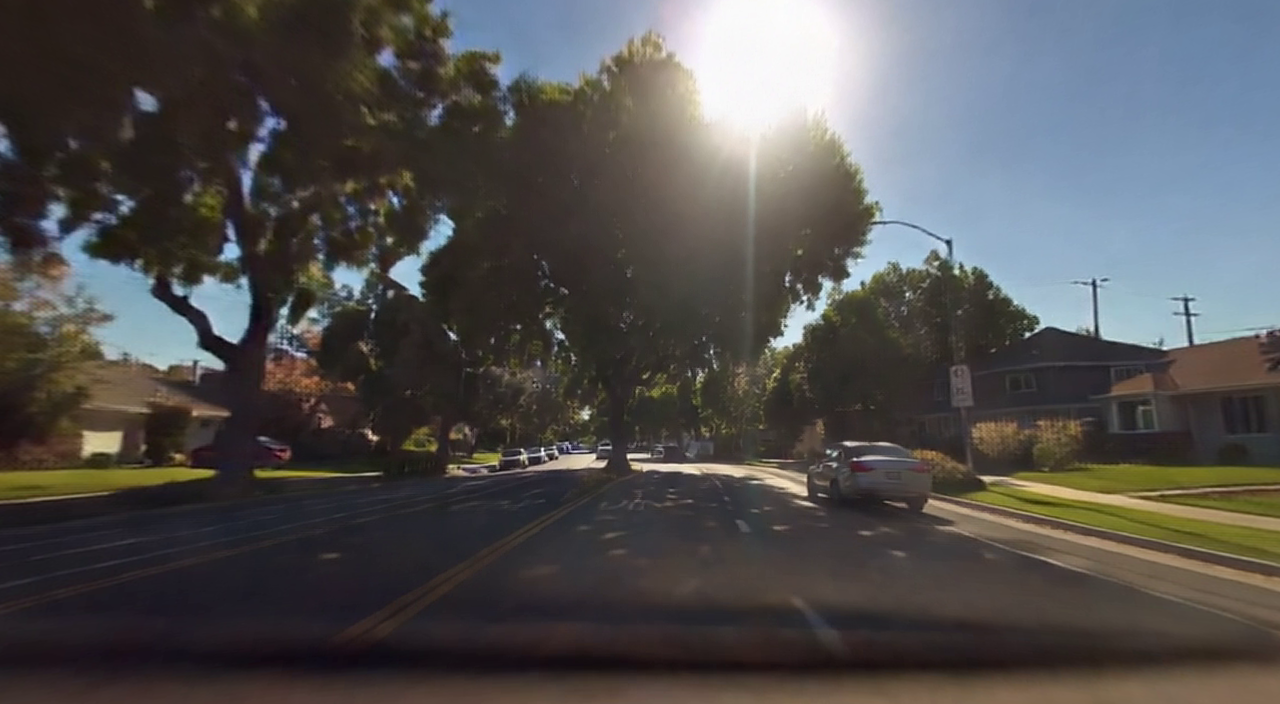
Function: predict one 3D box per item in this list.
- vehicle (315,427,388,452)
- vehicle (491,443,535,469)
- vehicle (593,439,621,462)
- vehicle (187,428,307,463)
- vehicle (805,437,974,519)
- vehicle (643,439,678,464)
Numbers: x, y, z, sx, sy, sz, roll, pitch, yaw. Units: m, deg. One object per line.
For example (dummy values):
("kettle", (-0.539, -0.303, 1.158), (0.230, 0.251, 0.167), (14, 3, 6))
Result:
("vehicle", (-22.722, 6.939, 49.737), (4.772, 1.877, 2.038), (1, -8, -8))
("vehicle", (-8.759, 7.190, 43.956), (2.038, 1.690, 4.825), (0, -8, 0))
("vehicle", (-2.606, 7.673, 49.054), (2.081, 1.721, 4.228), (1, -8, -5))
("vehicle", (-18.415, 4.415, 29.672), (4.377, 1.570, 1.871), (0, -8, 1))
("vehicle", (5.186, 2.653, 13.844), (1.934, 1.506, 4.282), (0, -8, 0))
("vehicle", (1.362, 6.917, 43.939), (2.106, 1.667, 4.367), (0, -8, -3))
